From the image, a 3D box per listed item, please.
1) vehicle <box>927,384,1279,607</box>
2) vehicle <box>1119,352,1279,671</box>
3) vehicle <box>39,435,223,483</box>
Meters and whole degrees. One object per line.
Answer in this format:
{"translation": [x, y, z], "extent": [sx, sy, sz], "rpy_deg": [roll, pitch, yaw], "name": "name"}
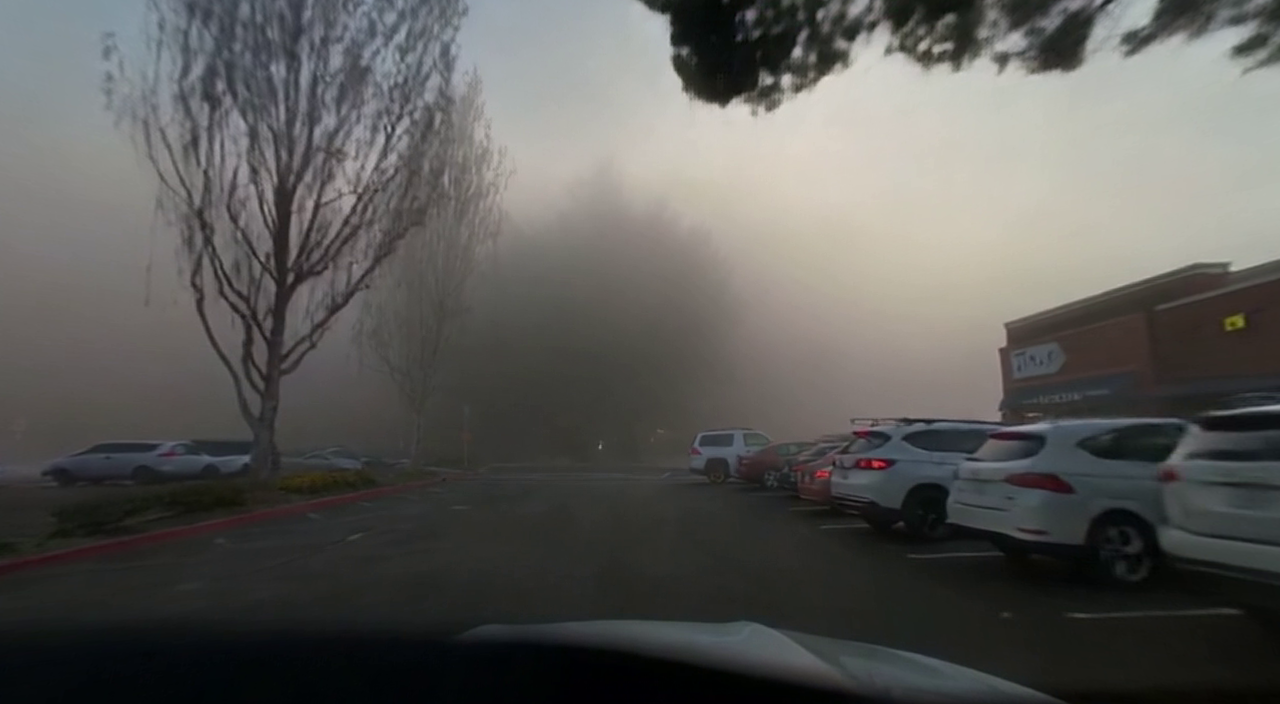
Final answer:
{"translation": [5.646, 1.365, 6.577], "extent": [4.256, 1.876, 2.064], "rpy_deg": [0, -8, -3], "name": "vehicle"}
{"translation": [6.038, 0.959, 3.828], "extent": [4.409, 1.892, 2.298], "rpy_deg": [0, -8, -3], "name": "vehicle"}
{"translation": [-17.326, 3.624, 21.801], "extent": [4.651, 1.494, 1.914], "rpy_deg": [6, -10, -36], "name": "vehicle"}
